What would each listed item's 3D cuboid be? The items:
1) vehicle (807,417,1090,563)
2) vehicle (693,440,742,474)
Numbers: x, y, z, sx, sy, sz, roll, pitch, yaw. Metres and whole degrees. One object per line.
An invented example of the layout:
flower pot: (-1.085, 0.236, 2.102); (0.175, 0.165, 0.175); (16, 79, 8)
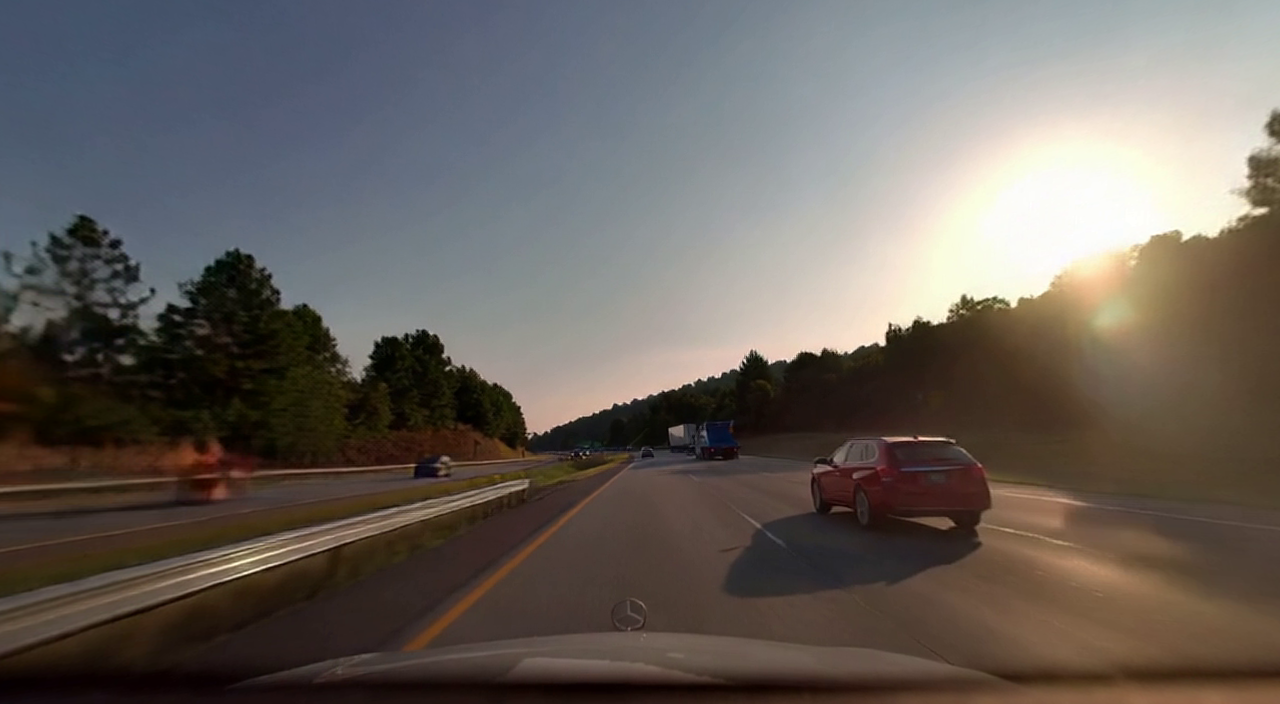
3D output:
vehicle: (3.996, 1.857, 9.119); (2.005, 1.604, 4.002); (0, -9, -1)
vehicle: (4.084, 5.622, 33.832); (2.022, 1.658, 4.132); (0, -9, -1)
